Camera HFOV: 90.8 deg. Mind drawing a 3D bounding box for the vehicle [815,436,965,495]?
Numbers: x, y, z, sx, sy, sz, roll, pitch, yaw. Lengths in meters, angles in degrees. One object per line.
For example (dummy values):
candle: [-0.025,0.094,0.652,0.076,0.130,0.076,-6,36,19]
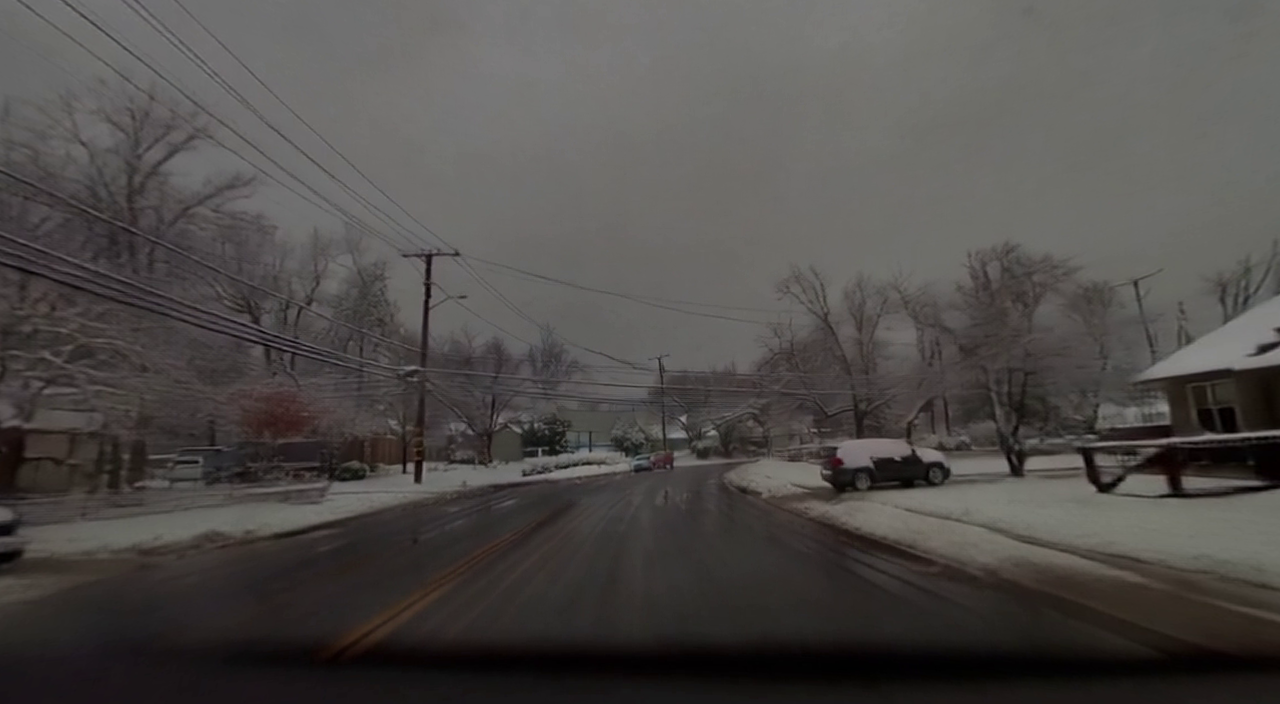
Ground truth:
vehicle: [7.729,3.531,19.843,3.846,1.725,1.920,0,-8,-3]
